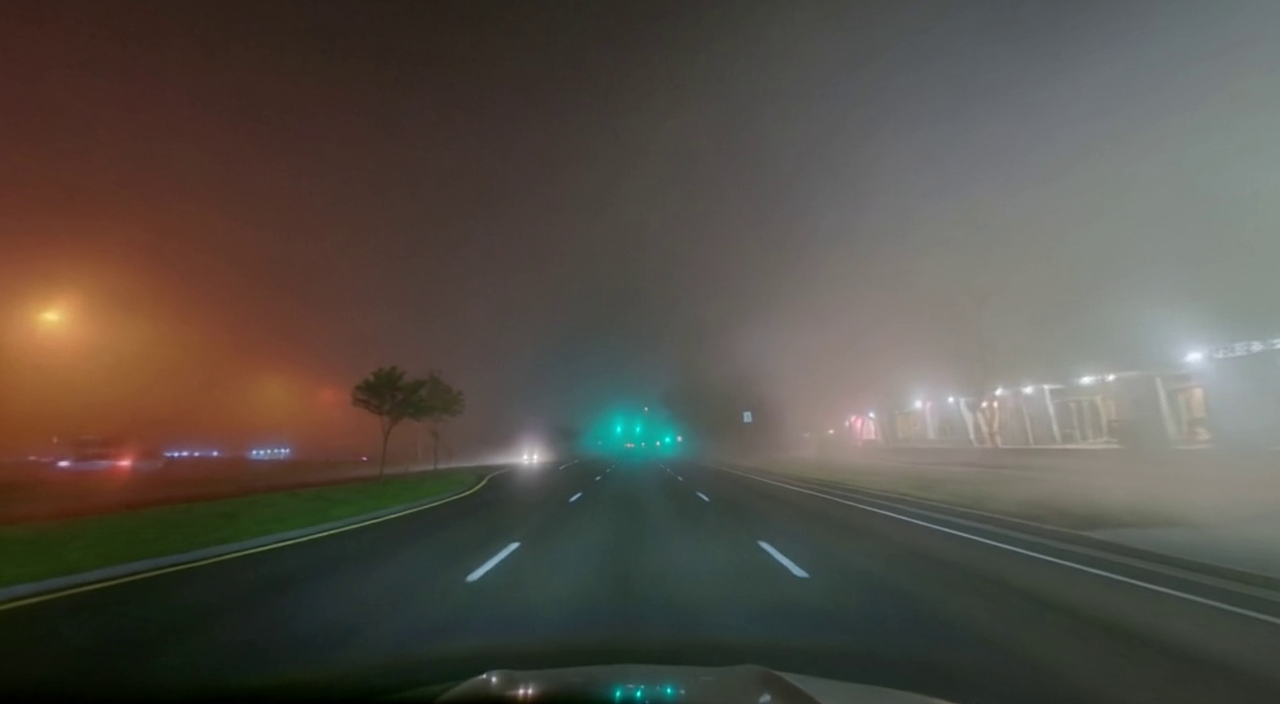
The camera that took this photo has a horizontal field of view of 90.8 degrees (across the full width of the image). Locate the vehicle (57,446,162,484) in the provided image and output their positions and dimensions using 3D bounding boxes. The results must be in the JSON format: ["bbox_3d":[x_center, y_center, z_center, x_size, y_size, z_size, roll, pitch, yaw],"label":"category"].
[{"bbox_3d":[-28.337,5.994,33.950,1.987,1.872,4.150,0,-8,1],"label":"vehicle"}]
